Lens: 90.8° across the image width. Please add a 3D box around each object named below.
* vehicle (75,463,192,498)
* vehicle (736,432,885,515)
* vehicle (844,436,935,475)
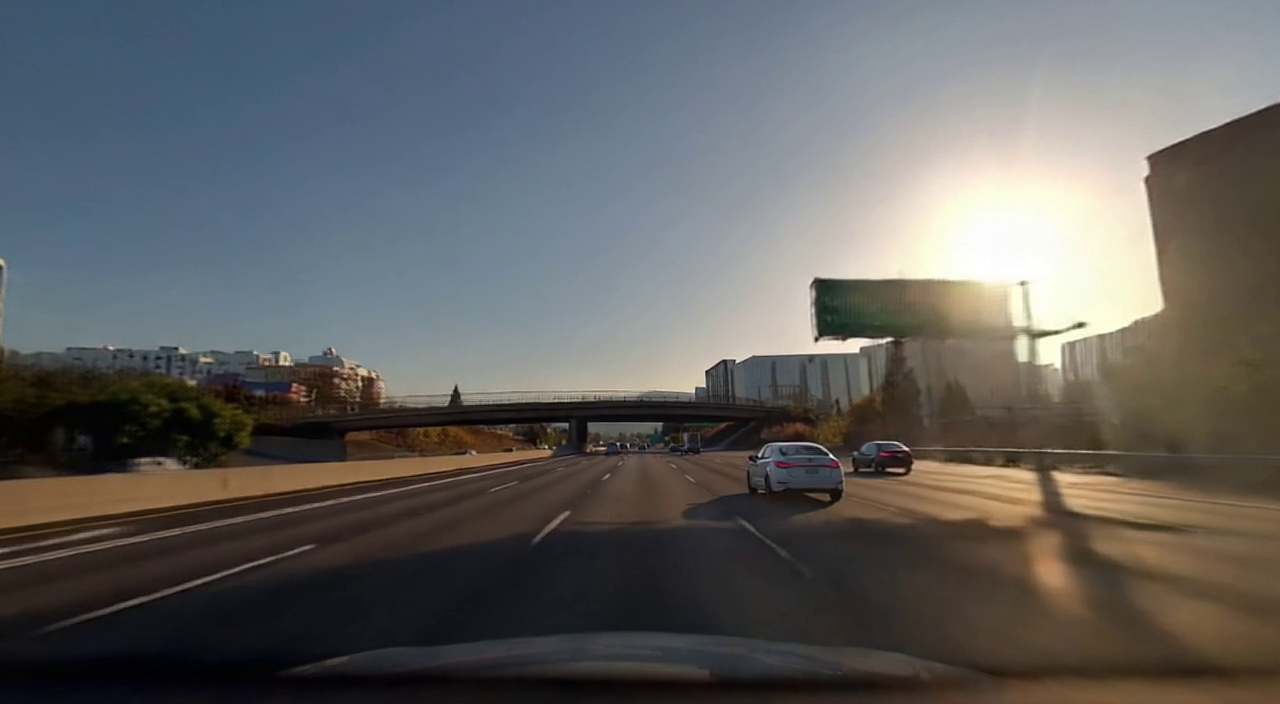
[{"bbox_3d":[-25.280,6.393,31.767,1.973,1.492,4.704,0,-8,0],"label":"vehicle"},{"bbox_3d":[3.435,2.528,13.634,1.961,1.504,4.094,0,-8,-1],"label":"vehicle"},{"bbox_3d":[10.487,4.387,26.959,2.019,1.529,4.385,0,-8,-1],"label":"vehicle"}]
